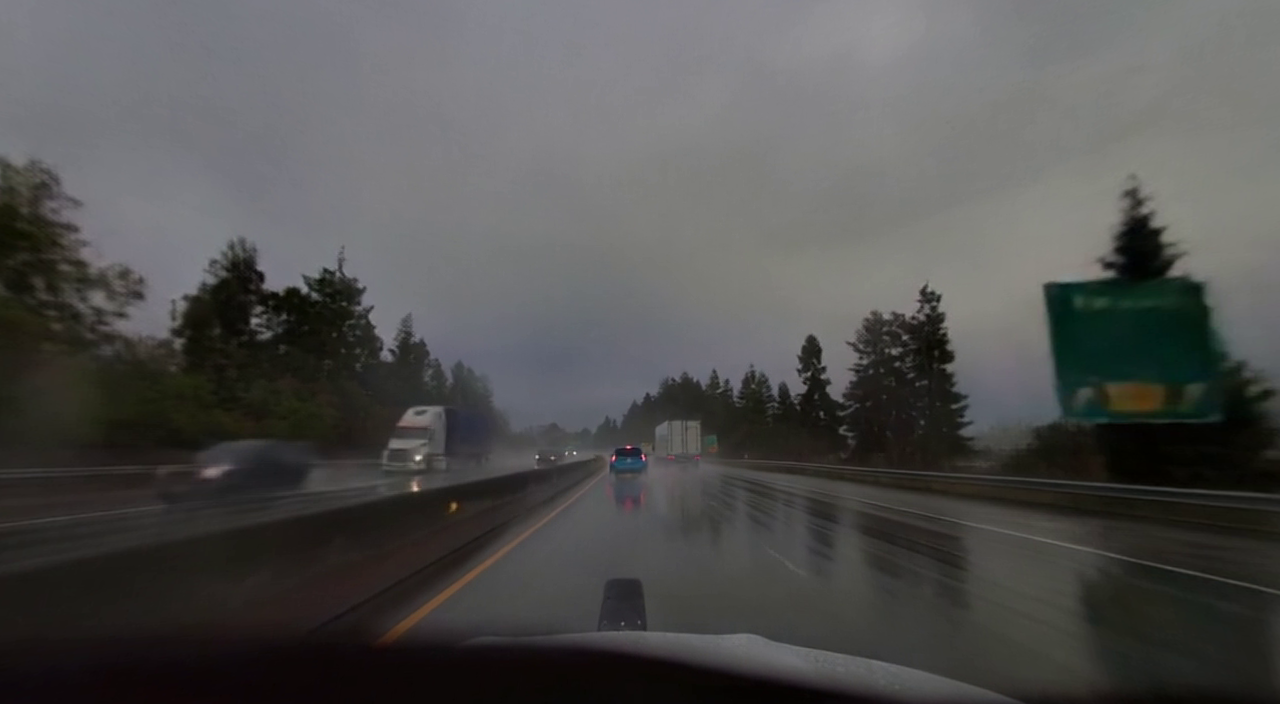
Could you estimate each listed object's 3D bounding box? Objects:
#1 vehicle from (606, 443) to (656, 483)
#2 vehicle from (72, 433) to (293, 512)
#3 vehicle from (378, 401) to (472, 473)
[{"bbox_3d":[-0.444,5.186,29.603,2.190,1.706,4.062,0,-9,-1],"label":"vehicle"},{"bbox_3d":[-10.393,2.757,14.817,1.890,1.575,4.211,-1,-9,2],"label":"vehicle"},{"bbox_3d":[-13.187,5.423,39.610,3.019,4.044,8.230,0,-9,0],"label":"vehicle"}]
